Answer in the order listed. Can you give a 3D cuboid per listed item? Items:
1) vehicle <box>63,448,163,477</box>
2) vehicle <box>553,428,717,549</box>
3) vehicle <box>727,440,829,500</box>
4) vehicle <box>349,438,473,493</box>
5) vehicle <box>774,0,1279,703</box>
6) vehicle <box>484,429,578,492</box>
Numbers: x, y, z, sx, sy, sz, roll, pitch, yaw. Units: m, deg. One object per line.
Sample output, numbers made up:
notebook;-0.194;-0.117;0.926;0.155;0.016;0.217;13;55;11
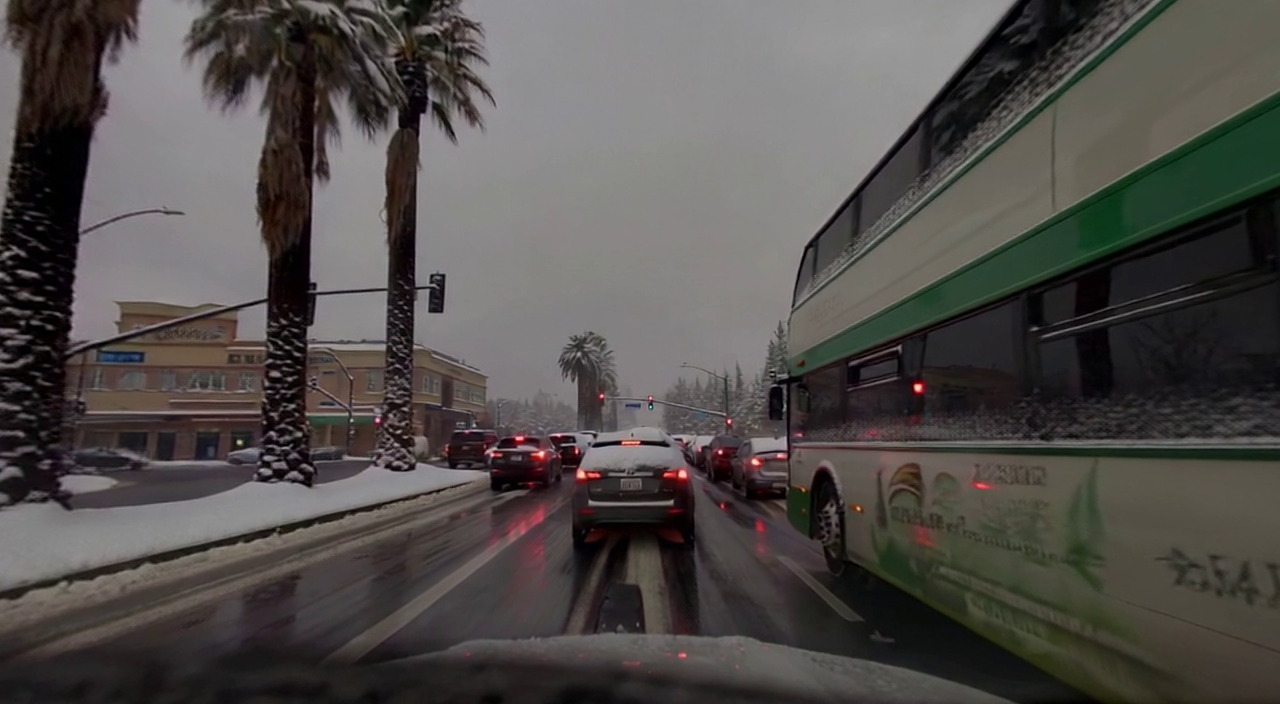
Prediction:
vehicle;-35.495;7.436;42.651;4.737;1.845;1.920;1;-9;-6
vehicle;-0.067;2.010;9.920;2.060;1.499;3.831;0;-9;0
vehicle;3.705;3.242;17.824;1.989;1.467;4.364;0;-9;1
vehicle;-6.894;3.457;19.694;1.927;1.480;4.832;0;-9;2
vehicle;3.542;-0.232;2.783;2.970;4.015;13.606;0;-9;0
vehicle;-3.246;3.360;19.827;2.020;1.721;4.366;-1;-9;2
